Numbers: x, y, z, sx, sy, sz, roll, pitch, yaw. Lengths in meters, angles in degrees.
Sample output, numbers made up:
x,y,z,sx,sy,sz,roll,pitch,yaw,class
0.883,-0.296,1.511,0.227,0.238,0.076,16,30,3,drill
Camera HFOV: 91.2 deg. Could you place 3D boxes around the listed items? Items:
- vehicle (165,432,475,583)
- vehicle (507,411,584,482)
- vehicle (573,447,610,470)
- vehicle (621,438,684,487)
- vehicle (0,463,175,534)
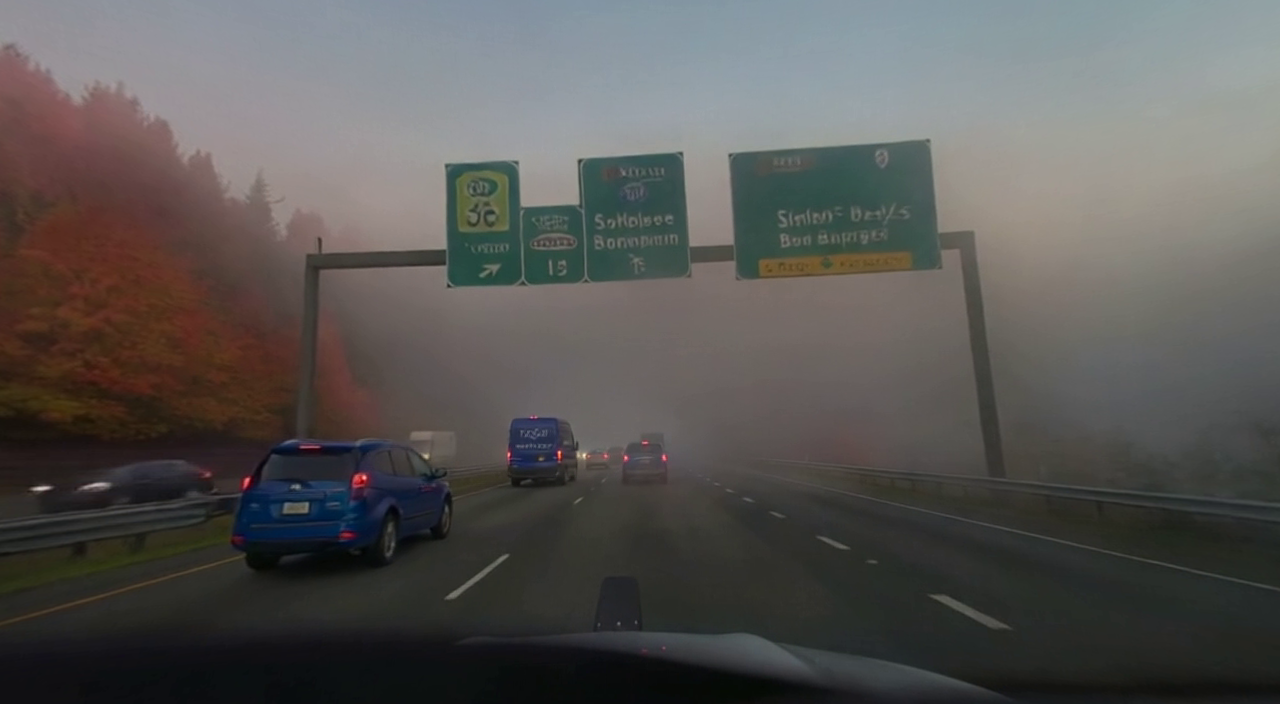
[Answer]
x,y,z,sx,sy,sz,roll,pitch,yaw,class
-3.745,1.873,8.325,1.977,1.485,3.973,0,-9,0,vehicle
-3.866,4.053,26.903,2.275,2.692,5.810,0,-9,1,vehicle
-3.223,7.135,42.178,2.015,1.496,4.312,-1,-9,2,vehicle
0.447,4.134,23.756,2.195,1.679,4.070,0,-9,1,vehicle
-14.926,3.766,16.628,1.832,1.494,4.349,0,-9,0,vehicle
